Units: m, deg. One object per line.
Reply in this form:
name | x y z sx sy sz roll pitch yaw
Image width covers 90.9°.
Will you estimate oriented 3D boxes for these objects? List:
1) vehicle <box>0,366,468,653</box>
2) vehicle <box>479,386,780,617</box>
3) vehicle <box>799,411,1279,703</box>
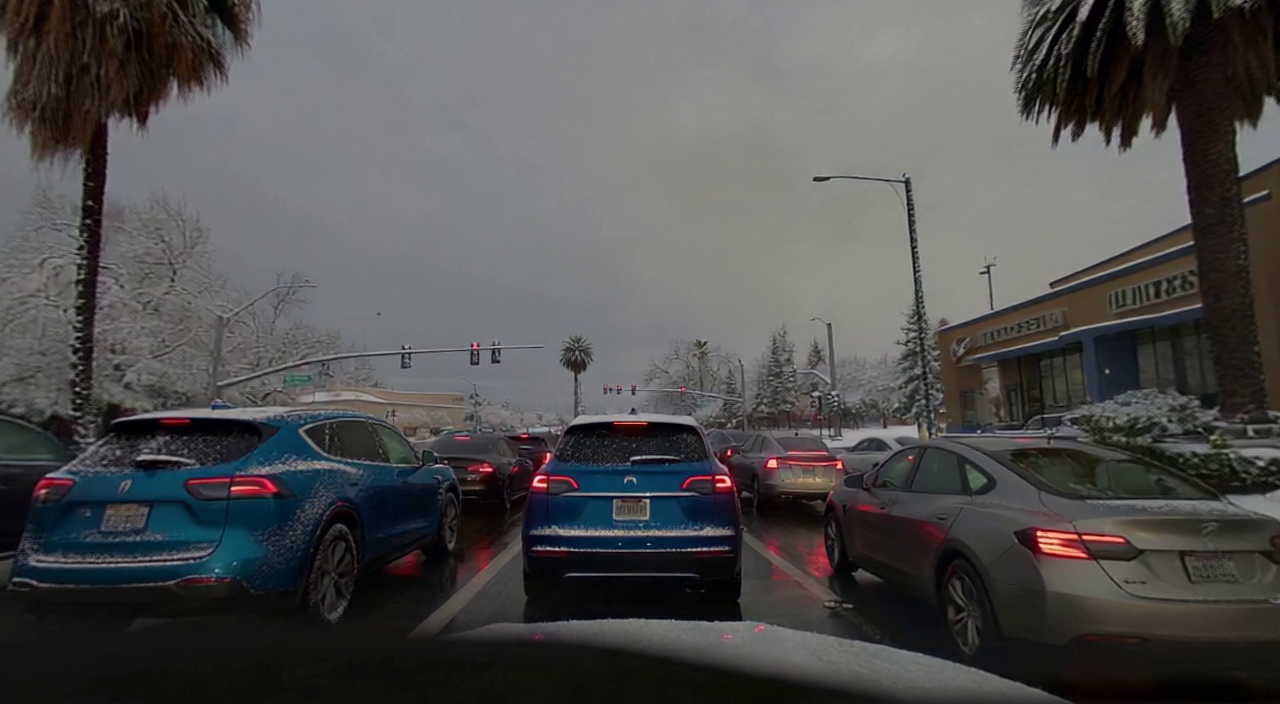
vehicle | -3.347 1.282 6.128 2.014 1.755 4.360 0 -8 1
vehicle | -0.132 1.461 7.063 2.280 1.747 4.361 0 -8 -1
vehicle | 2.966 1.364 5.252 2.017 1.491 4.611 0 -8 -1
